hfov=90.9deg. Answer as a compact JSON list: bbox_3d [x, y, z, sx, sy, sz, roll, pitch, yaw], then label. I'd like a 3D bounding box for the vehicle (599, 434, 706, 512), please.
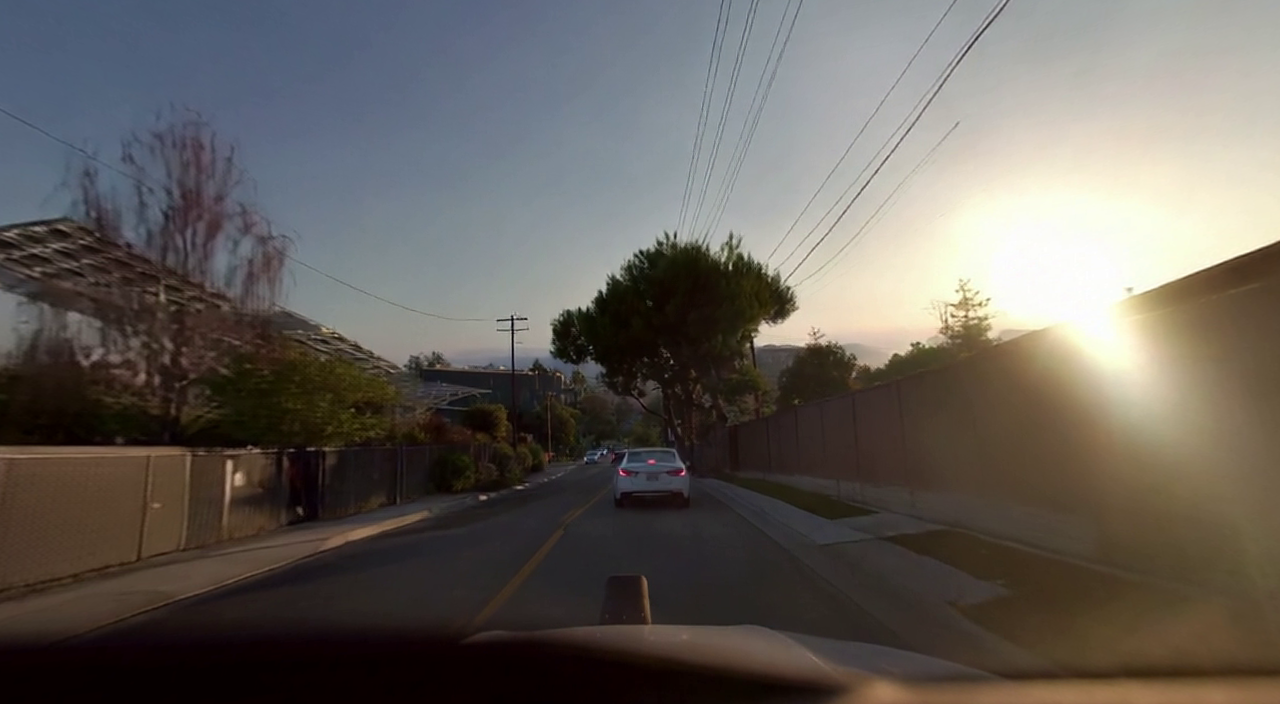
[{"bbox_3d":[0.218,2.628,14.219,2.060,1.487,3.920,0,-8,-1],"label":"vehicle"}]
